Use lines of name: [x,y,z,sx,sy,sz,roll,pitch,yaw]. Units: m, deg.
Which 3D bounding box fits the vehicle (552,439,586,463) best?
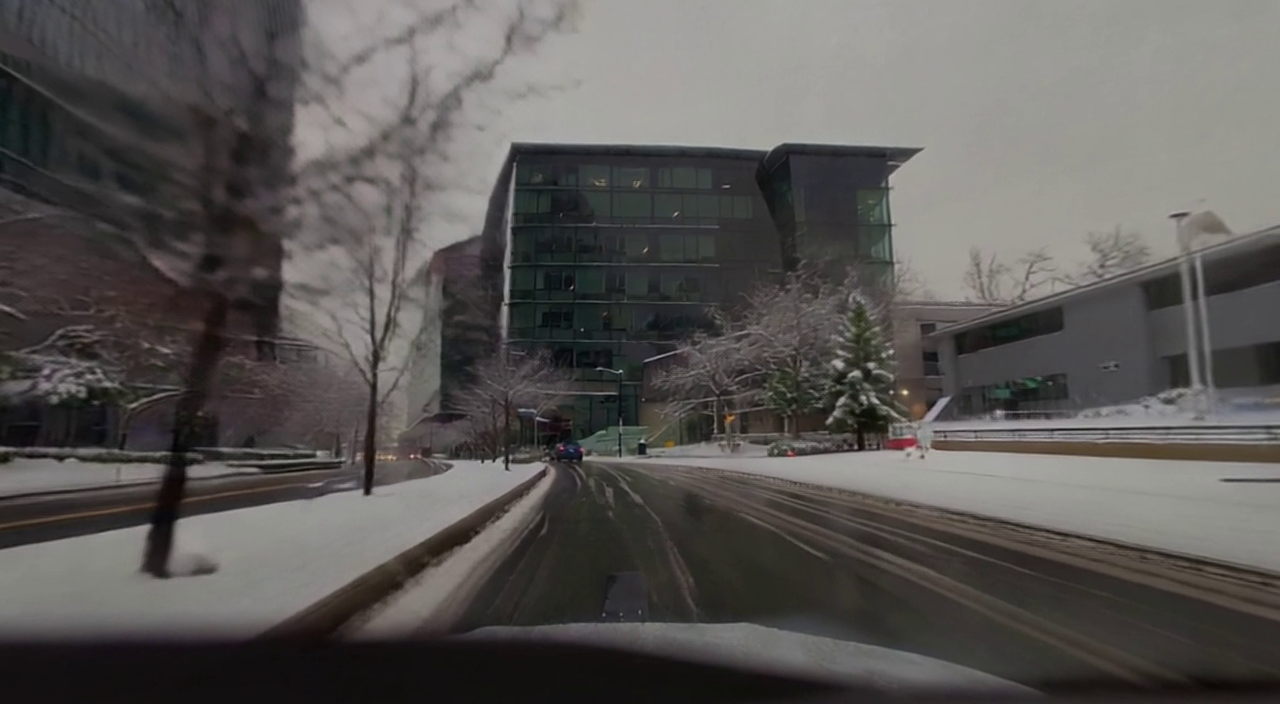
vehicle: [-5.660,7.793,49.885,2.129,1.816,4.851,2,-8,-13]
